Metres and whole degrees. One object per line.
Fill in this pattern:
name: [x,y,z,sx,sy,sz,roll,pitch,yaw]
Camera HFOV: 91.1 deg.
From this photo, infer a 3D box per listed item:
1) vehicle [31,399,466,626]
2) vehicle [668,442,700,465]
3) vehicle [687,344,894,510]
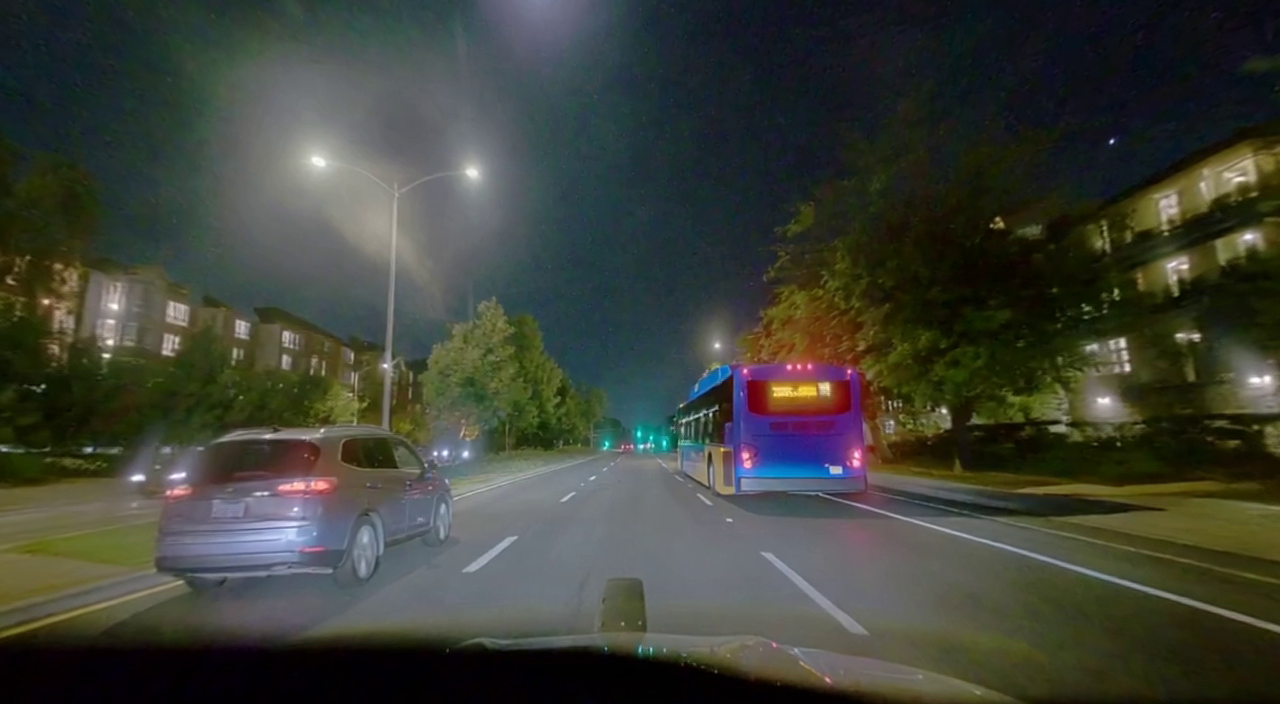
vehicle: [-3.684,1.574,7.159,2.111,1.767,4.333,0,-8,0]
vehicle: [3.068,7.180,44.565,1.945,1.481,4.263,0,-8,-1]
vehicle: [3.422,2.393,18.804,3.072,3.278,12.747,0,-8,0]
